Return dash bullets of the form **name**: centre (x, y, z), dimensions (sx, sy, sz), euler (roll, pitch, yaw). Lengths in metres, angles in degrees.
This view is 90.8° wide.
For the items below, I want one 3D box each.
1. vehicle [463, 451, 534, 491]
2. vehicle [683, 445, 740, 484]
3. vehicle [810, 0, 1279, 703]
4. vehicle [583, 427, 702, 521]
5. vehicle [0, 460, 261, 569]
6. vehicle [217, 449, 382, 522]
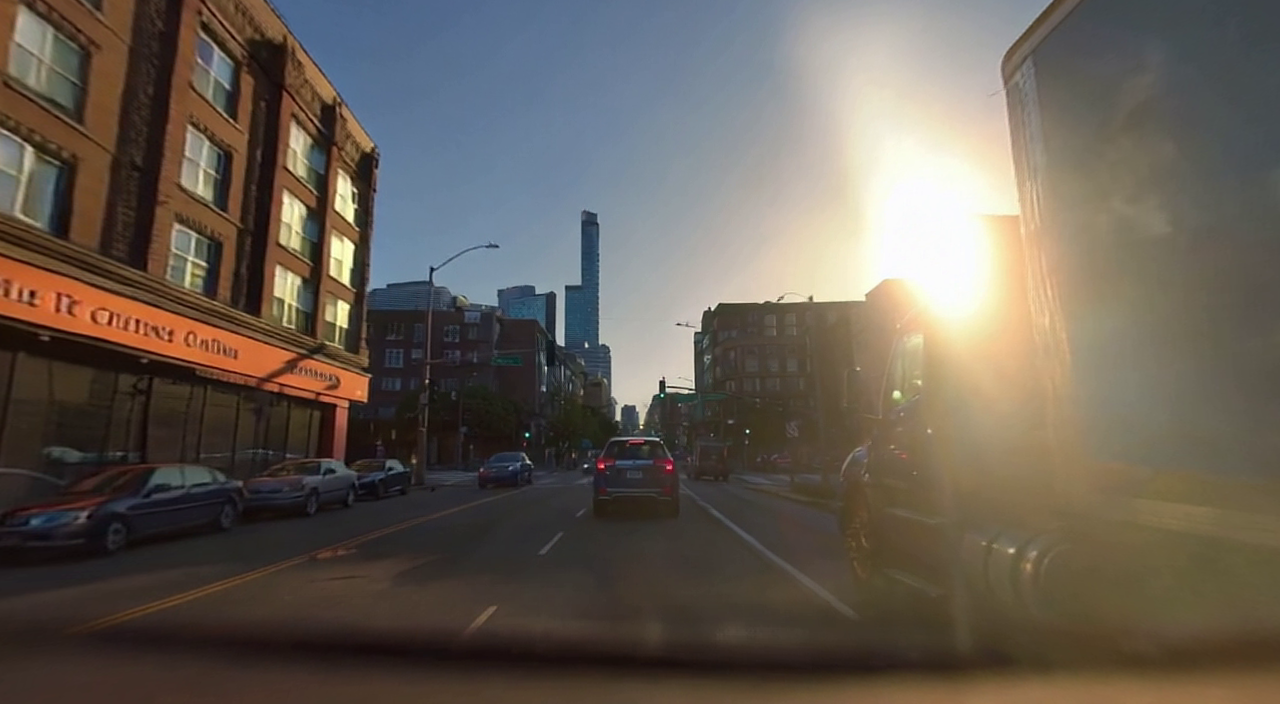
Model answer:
- **vehicle**: centre (-5.937, 5.017, 27.033), dimensions (1.947, 1.462, 4.640), euler (0, -8, 0)
- **vehicle**: centre (3.326, 5.349, 30.316), dimensions (2.159, 1.696, 4.316), euler (0, -8, -1)
- **vehicle**: centre (3.289, -0.178, 1.630), dimensions (2.913, 3.771, 9.716), euler (0, -8, 0)
- **vehicle**: centre (0.102, 2.710, 14.593), dimensions (2.283, 1.783, 4.548), euler (-1, -8, 1)
- **vehicle**: centre (-8.800, 2.648, 11.034), dimensions (1.805, 1.379, 4.359), euler (0, -8, -2)
- **vehicle**: centre (-8.940, 3.488, 17.146), dimensions (2.084, 1.686, 4.422), euler (0, -8, -1)
